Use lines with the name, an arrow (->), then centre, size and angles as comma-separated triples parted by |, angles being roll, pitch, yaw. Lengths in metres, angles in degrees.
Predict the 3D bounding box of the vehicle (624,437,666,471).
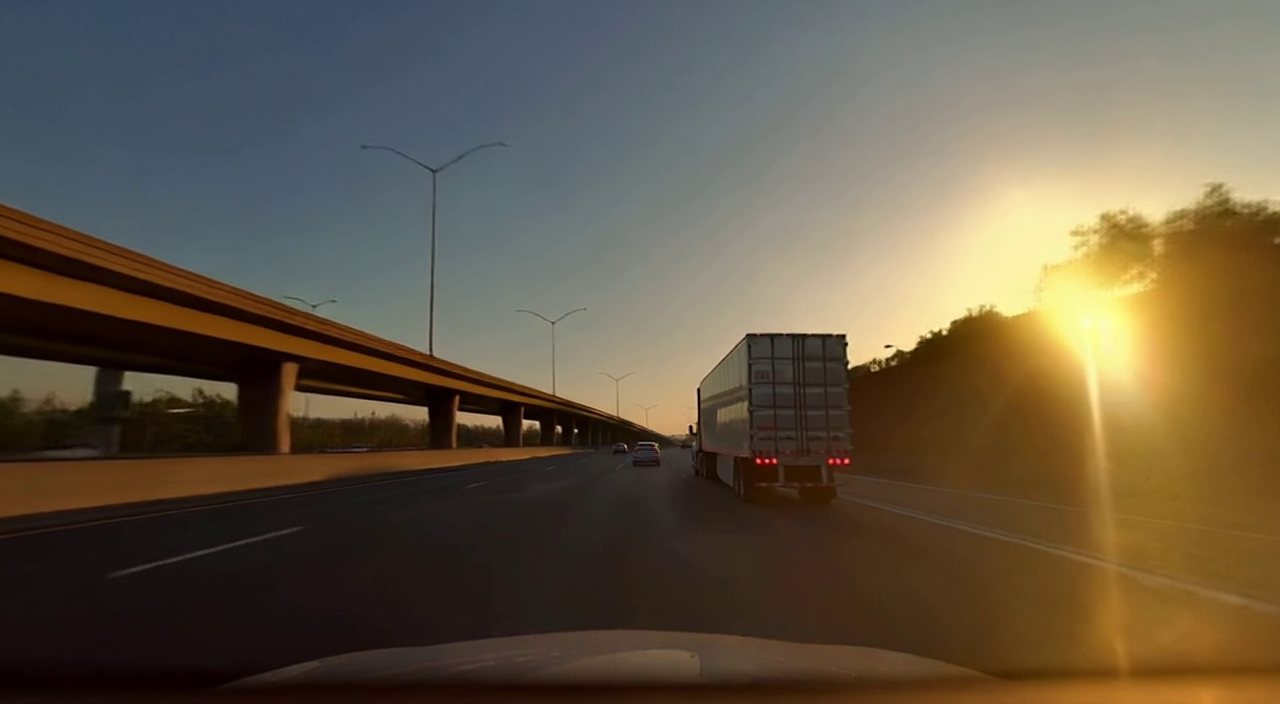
vehicle -> 0.310, 5.407, 33.642 | 2.077, 1.716, 4.514 | 0, -9, 1

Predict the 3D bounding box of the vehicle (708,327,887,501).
vehicle -> 4.196, 2.154, 19.796 | 2.964, 4.063, 10.072 | 0, -9, 0
